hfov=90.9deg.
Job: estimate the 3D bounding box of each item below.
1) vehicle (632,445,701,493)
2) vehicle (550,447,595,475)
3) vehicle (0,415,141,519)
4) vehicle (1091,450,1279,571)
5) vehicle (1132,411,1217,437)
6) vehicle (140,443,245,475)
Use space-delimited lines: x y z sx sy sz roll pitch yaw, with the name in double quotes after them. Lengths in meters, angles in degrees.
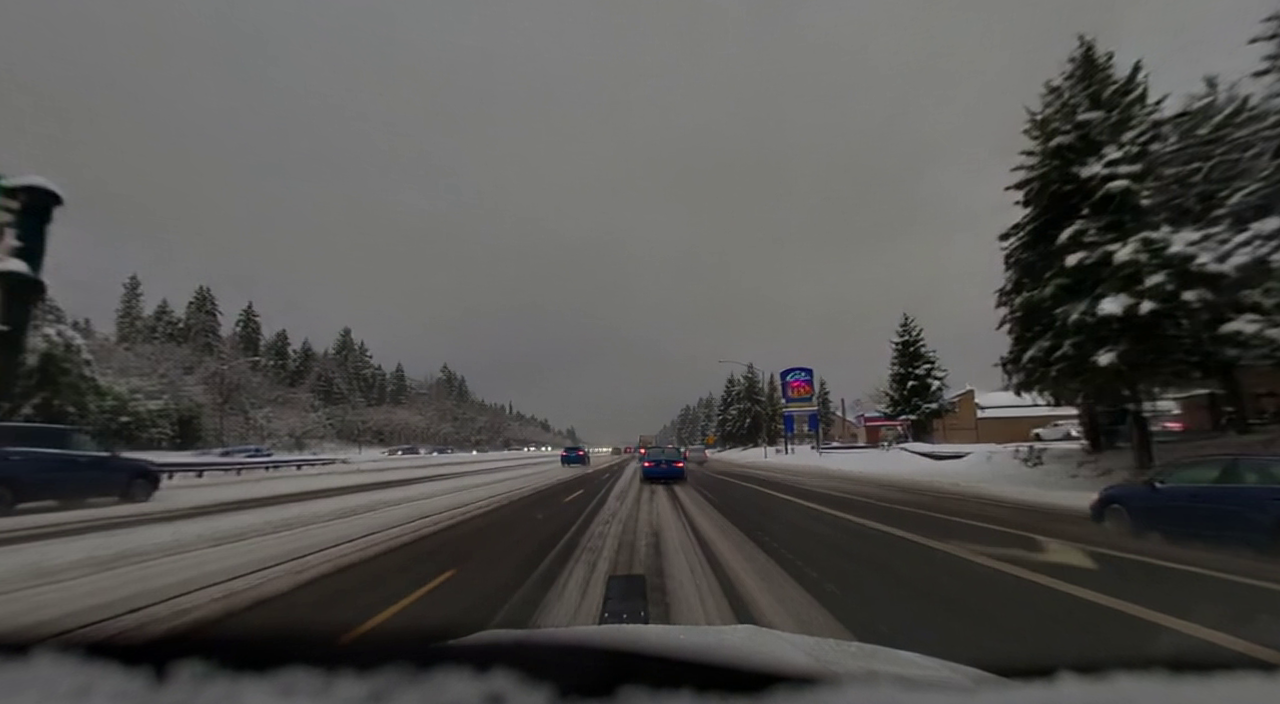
0.836 3.896 21.426 2.113 1.464 4.073 0 -8 1 "vehicle"
-3.837 6.239 36.506 2.047 1.497 4.208 0 -8 2 "vehicle"
-11.299 1.932 10.713 1.950 1.664 4.403 0 -8 1 "vehicle"
8.758 2.058 8.484 2.030 1.442 4.358 0 -8 -2 "vehicle"
33.340 4.531 39.456 1.782 1.506 3.935 0 -8 -1 "vehicle"
-21.529 5.144 30.610 1.861 1.442 4.319 0 -8 1 "vehicle"
